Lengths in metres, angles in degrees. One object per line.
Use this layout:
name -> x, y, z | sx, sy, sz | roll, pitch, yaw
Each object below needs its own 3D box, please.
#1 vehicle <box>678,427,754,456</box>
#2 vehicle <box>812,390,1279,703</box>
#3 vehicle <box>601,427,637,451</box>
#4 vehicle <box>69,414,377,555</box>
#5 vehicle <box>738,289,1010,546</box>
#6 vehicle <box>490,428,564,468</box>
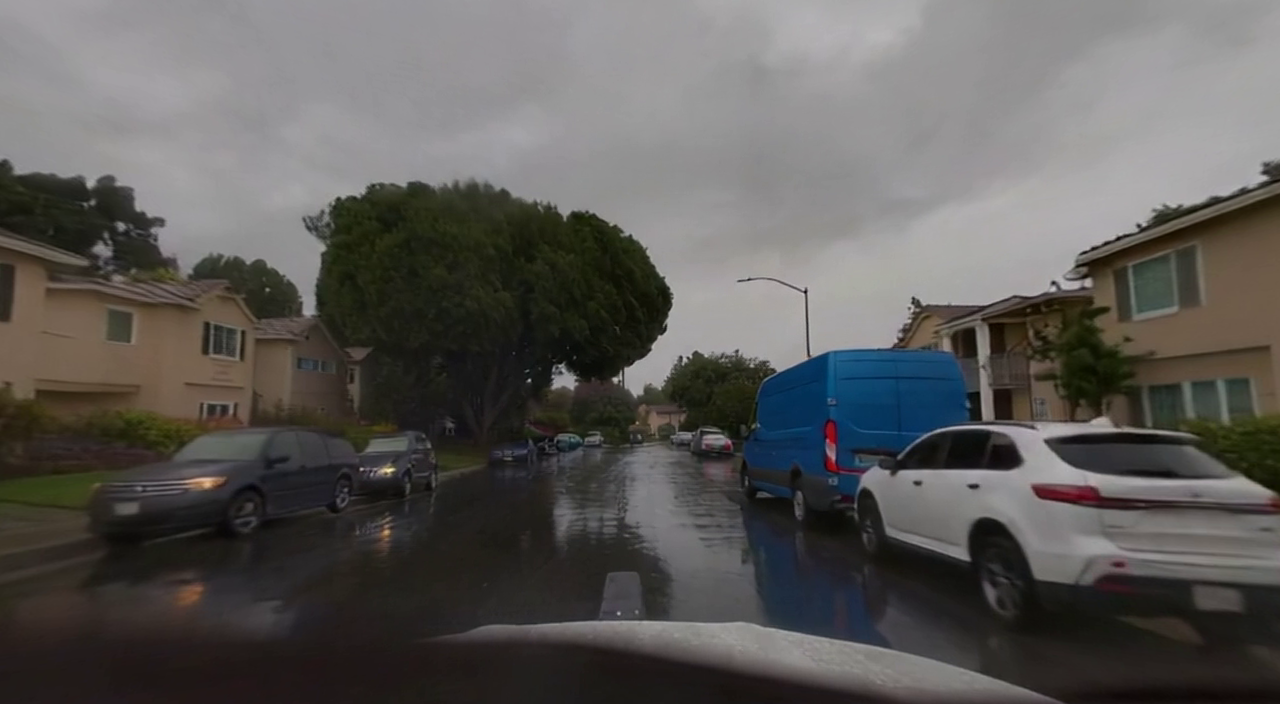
vehicle -> 4.725, 5.574, 39.226 | 4.317, 1.453, 1.889 | 0, -8, -29
vehicle -> 2.984, 1.228, 5.239 | 1.955, 1.500, 4.410 | 0, -8, 1
vehicle -> -1.569, 6.747, 49.120 | 1.953, 1.550, 4.142 | -5, -7, 8
vehicle -> -5.653, 1.739, 9.218 | 1.834, 1.532, 3.628 | 3, -6, 3
vehicle -> 3.296, 1.183, 10.835 | 2.317, 3.096, 6.383 | 0, -8, 2
vehicle -> -4.571, 3.950, 26.100 | 1.941, 1.515, 3.995 | -1, -8, 6
